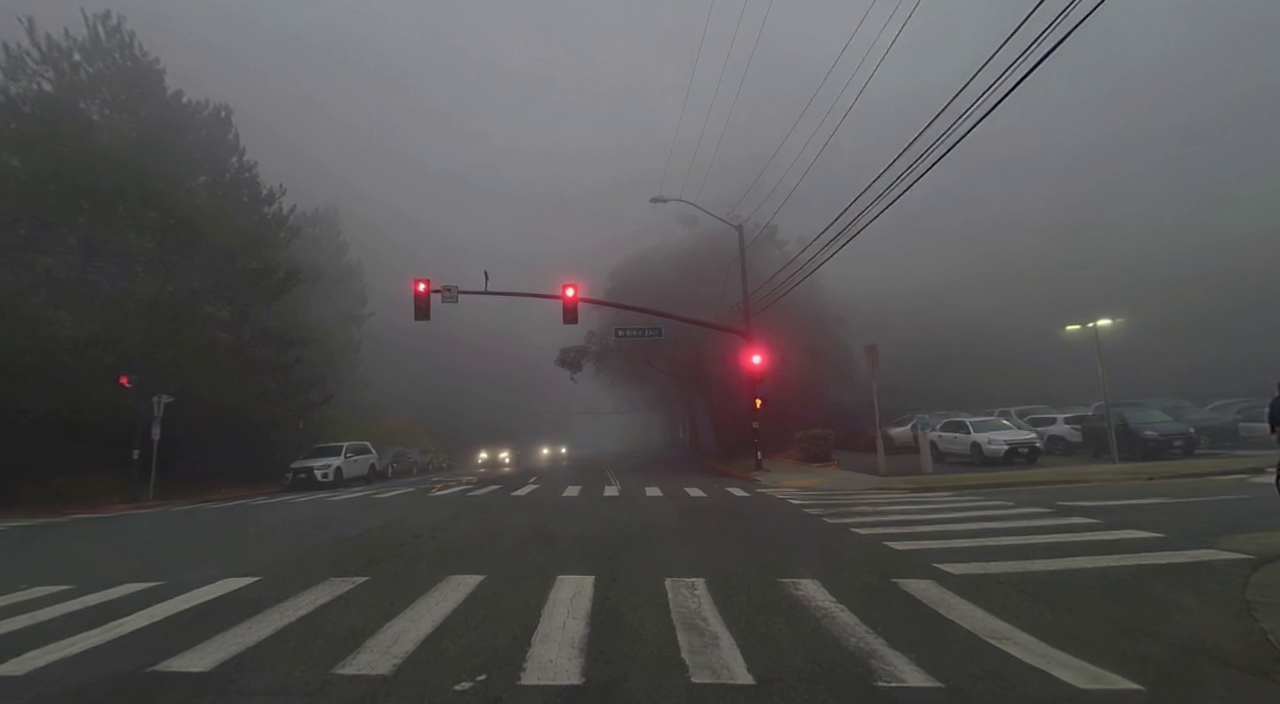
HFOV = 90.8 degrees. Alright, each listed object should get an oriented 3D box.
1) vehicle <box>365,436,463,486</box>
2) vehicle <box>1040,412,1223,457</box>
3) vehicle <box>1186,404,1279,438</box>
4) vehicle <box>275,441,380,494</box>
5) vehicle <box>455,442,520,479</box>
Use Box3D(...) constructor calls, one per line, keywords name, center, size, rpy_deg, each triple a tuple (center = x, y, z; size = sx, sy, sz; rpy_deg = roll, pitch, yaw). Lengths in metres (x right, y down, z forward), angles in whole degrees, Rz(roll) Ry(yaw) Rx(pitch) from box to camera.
Box3D(name="vehicle", center=(-10.166, 4.960, 29.060), size=(2.475, 1.940, 5.702), rpy_deg=(-3, -9, 0))
Box3D(name="vehicle", center=(16.955, 2.906, 22.094), size=(4.560, 1.453, 1.851), rpy_deg=(-3, -9, 18))
Box3D(name="vehicle", center=(34.915, 4.028, 36.649), size=(4.326, 1.511, 1.725), rpy_deg=(-8, -9, 17))
Box3D(name="vehicle", center=(-13.723, 5.067, 28.151), size=(2.251, 1.957, 4.968), rpy_deg=(-4, -9, -1))
Box3D(name="vehicle", center=(-6.977, 4.998, 29.324), size=(2.024, 1.470, 4.153), rpy_deg=(-3, -9, -1))
